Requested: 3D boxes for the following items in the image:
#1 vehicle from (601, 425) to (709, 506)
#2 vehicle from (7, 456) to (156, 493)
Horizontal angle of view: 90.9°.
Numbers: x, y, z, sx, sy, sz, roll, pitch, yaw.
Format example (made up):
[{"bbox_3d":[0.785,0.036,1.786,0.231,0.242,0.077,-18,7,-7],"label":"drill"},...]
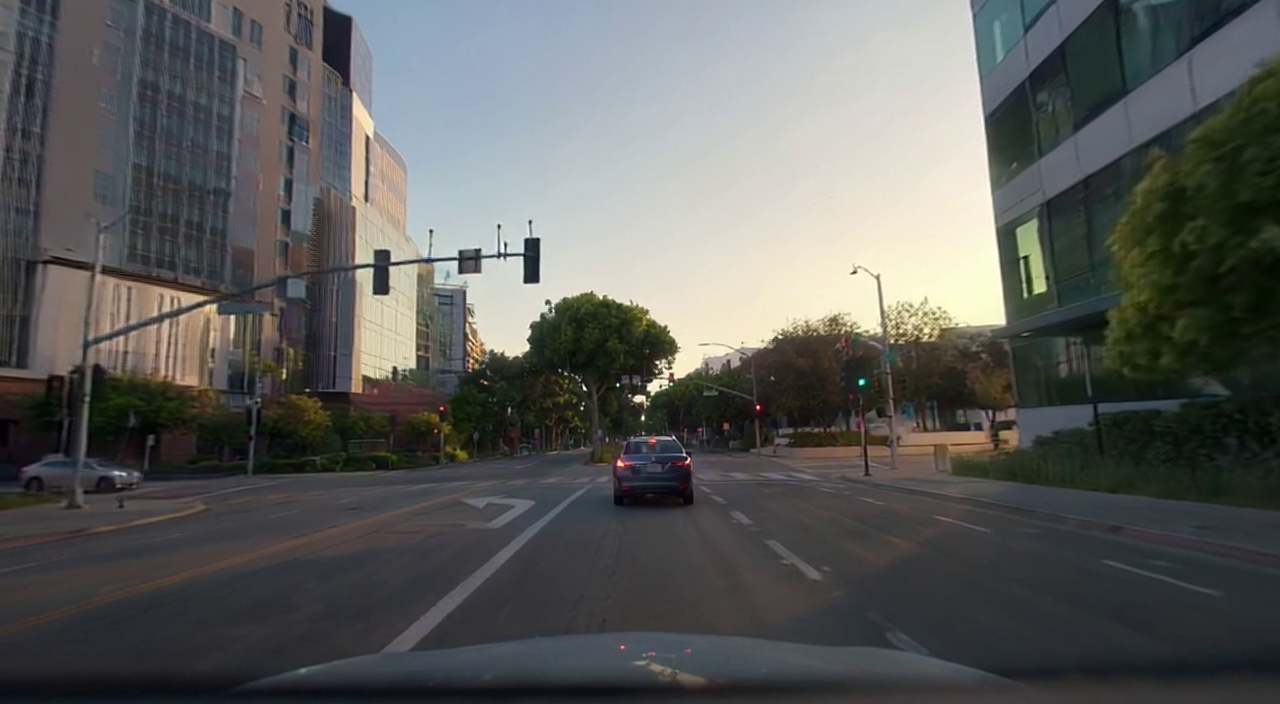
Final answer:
[{"bbox_3d":[0.305,2.611,14.906,2.184,1.640,4.086,0,-8,0],"label":"vehicle"},{"bbox_3d":[-23.833,5.213,27.009,4.494,1.475,1.893,0,-8,-1],"label":"vehicle"}]
